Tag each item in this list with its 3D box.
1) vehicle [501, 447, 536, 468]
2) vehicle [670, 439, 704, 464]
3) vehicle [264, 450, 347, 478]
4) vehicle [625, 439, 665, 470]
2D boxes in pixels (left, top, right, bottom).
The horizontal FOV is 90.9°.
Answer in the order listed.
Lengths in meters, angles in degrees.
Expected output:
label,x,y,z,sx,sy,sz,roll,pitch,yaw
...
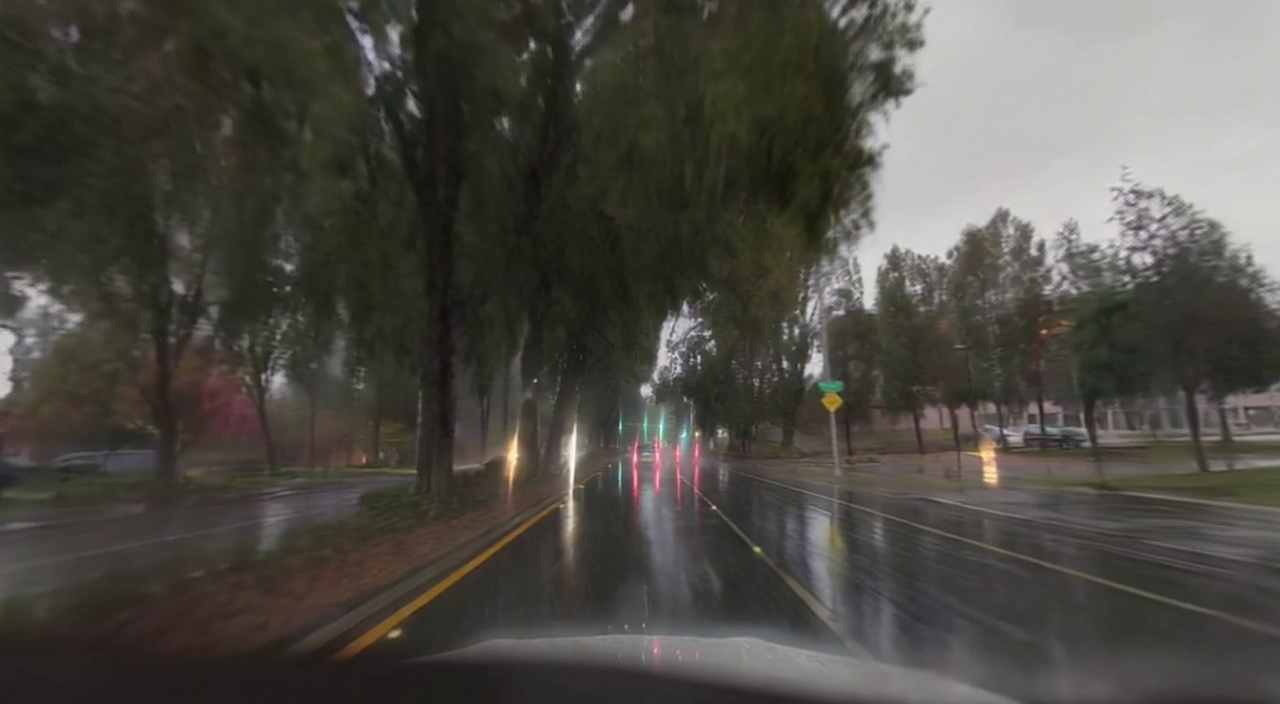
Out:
label,x,y,z,sx,sy,sz,roll,pitch,yaw
vehicle,-9.204,8.039,48.157,1.889,1.506,3.911,0,-8,0
vehicle,3.487,7.420,47.344,2.189,1.766,4.495,0,-8,-1
vehicle,-21.267,7.151,40.195,4.152,1.686,1.873,0,-8,-1
vehicle,0.284,5.754,35.504,2.109,1.612,3.963,0,-8,1
